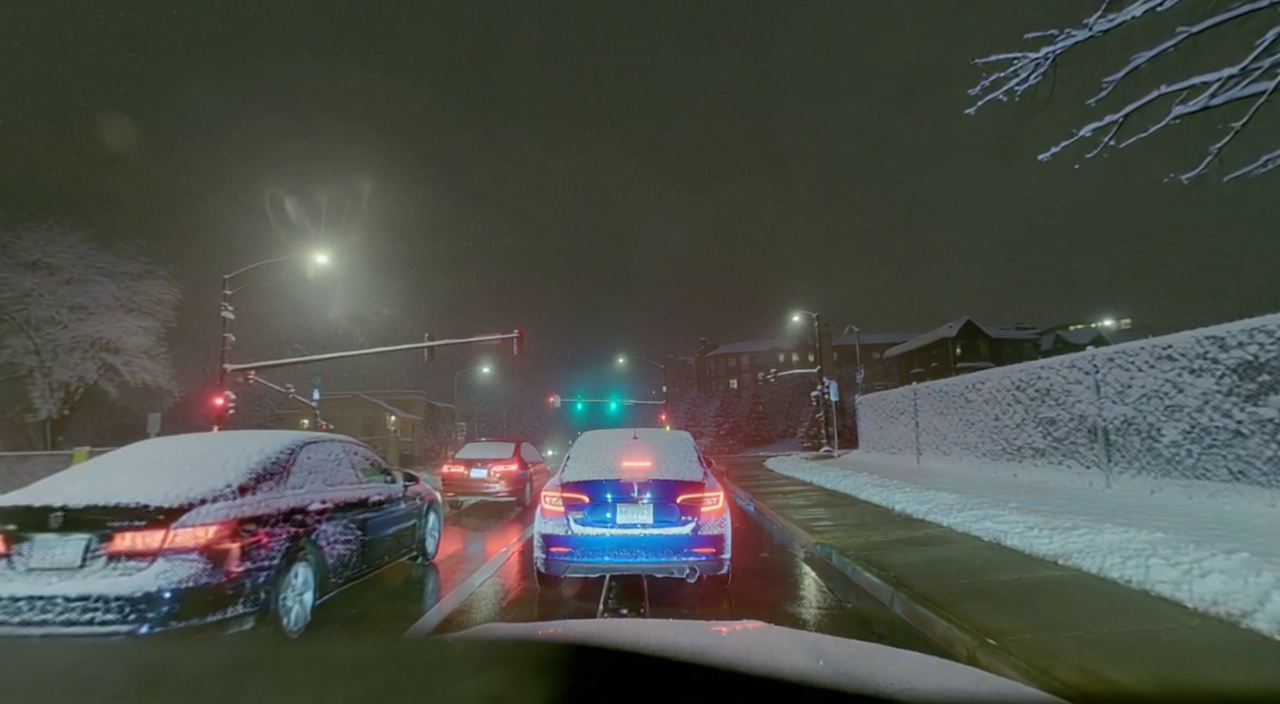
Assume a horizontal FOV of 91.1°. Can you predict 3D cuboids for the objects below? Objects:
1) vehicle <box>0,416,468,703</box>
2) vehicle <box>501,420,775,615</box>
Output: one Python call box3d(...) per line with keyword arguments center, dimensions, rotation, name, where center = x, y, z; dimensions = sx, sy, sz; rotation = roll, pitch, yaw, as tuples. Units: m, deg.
box3d(center=(-3.197, 1.422, 5.522), dimensions=(1.971, 1.488, 4.581), rotation=(0, -9, 1), name="vehicle")
box3d(center=(-0.014, 1.605, 7.025), dimensions=(2.144, 1.514, 4.063), rotation=(0, -9, 0), name="vehicle")
